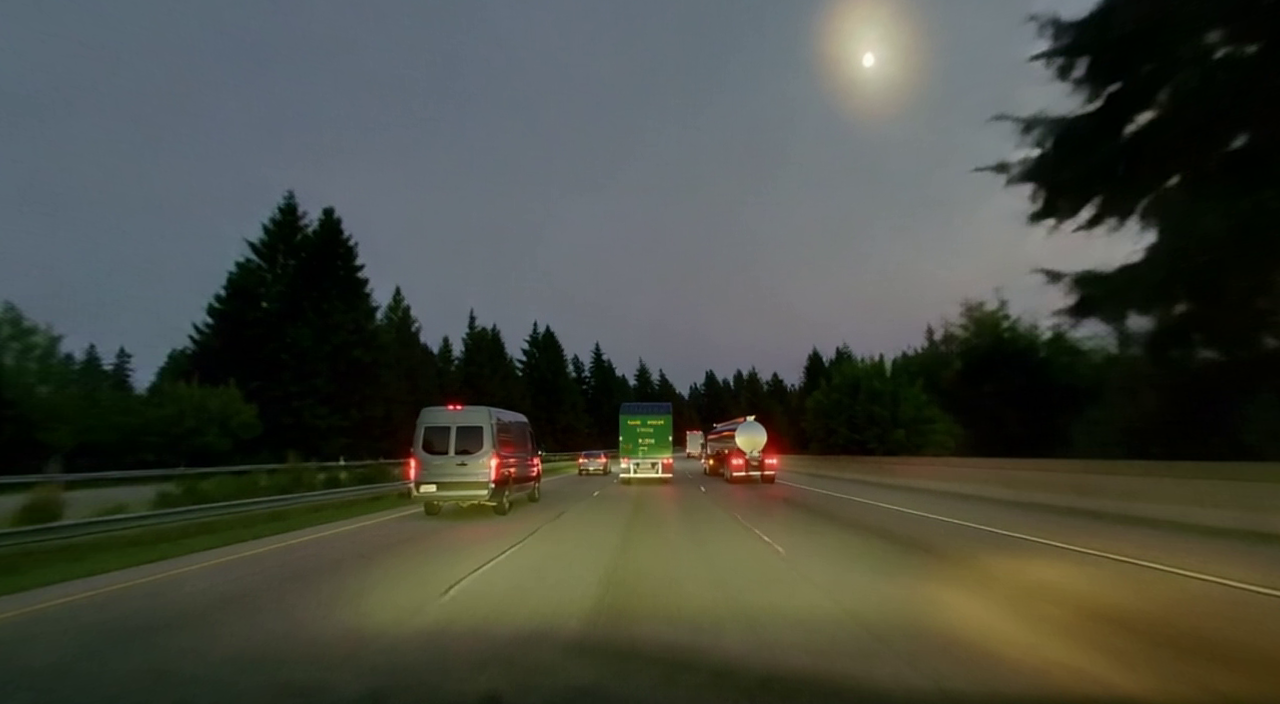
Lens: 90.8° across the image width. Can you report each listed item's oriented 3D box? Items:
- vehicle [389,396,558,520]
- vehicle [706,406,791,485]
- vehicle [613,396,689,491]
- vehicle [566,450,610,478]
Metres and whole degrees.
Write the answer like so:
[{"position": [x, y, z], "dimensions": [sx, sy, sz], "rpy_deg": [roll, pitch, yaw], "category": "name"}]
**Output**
[{"position": [-3.897, 2.720, 16.435], "dimensions": [2.525, 2.572, 6.260], "rpy_deg": [0, -9, 2], "category": "vehicle"}, {"position": [5.410, 5.062, 33.796], "dimensions": [2.706, 3.500, 11.483], "rpy_deg": [0, -9, 1], "category": "vehicle"}, {"position": [0.237, 4.078, 27.562], "dimensions": [2.773, 3.455, 9.118], "rpy_deg": [0, -10, -2], "category": "vehicle"}, {"position": [-3.164, 6.942, 39.383], "dimensions": [2.134, 1.652, 4.439], "rpy_deg": [-1, -9, 3], "category": "vehicle"}]
